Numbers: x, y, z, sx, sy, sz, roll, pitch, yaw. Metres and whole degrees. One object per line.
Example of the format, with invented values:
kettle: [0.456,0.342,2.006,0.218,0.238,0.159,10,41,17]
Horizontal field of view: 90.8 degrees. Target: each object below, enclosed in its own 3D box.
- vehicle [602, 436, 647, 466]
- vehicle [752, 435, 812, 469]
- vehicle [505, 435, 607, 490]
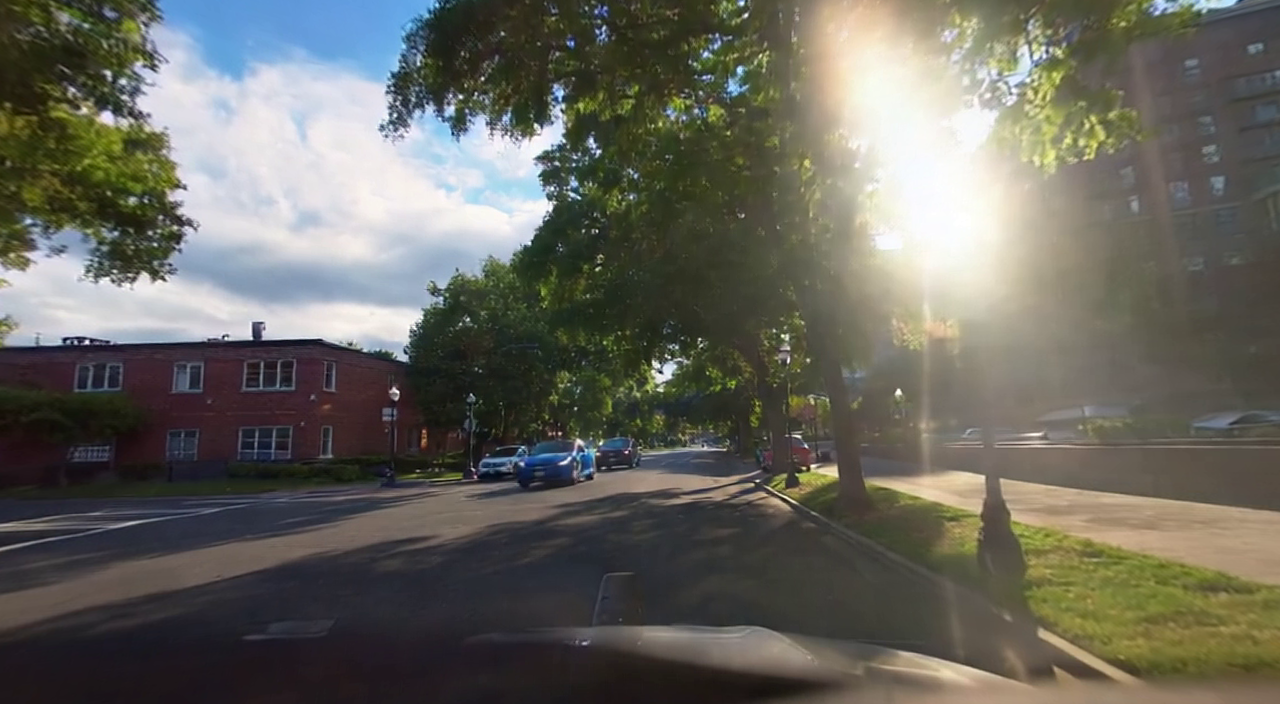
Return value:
vehicle: [-0.854,5.939,37.997,2.110,1.651,4.410,-1,-9,7]
vehicle: [6.680,4.744,30.204,1.918,1.461,4.419,0,-8,1]
vehicle: [-2.491,3.439,20.018,2.056,1.508,4.596,-1,-9,7]
